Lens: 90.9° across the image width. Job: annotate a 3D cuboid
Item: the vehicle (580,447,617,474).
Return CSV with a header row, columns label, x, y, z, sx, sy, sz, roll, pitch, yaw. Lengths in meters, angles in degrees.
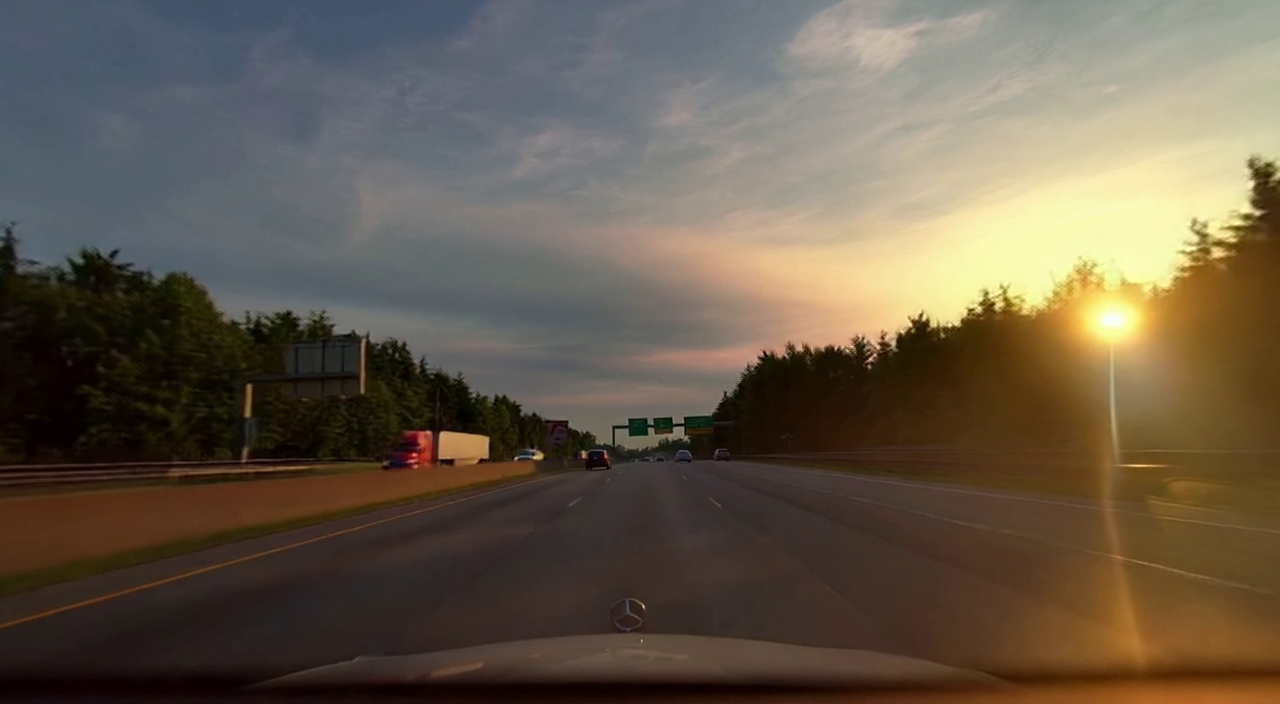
label,x,y,z,sx,sy,sz,roll,pitch,yaw
vehicle,-2.688,7.174,41.866,2.086,1.650,4.122,0,-9,2
